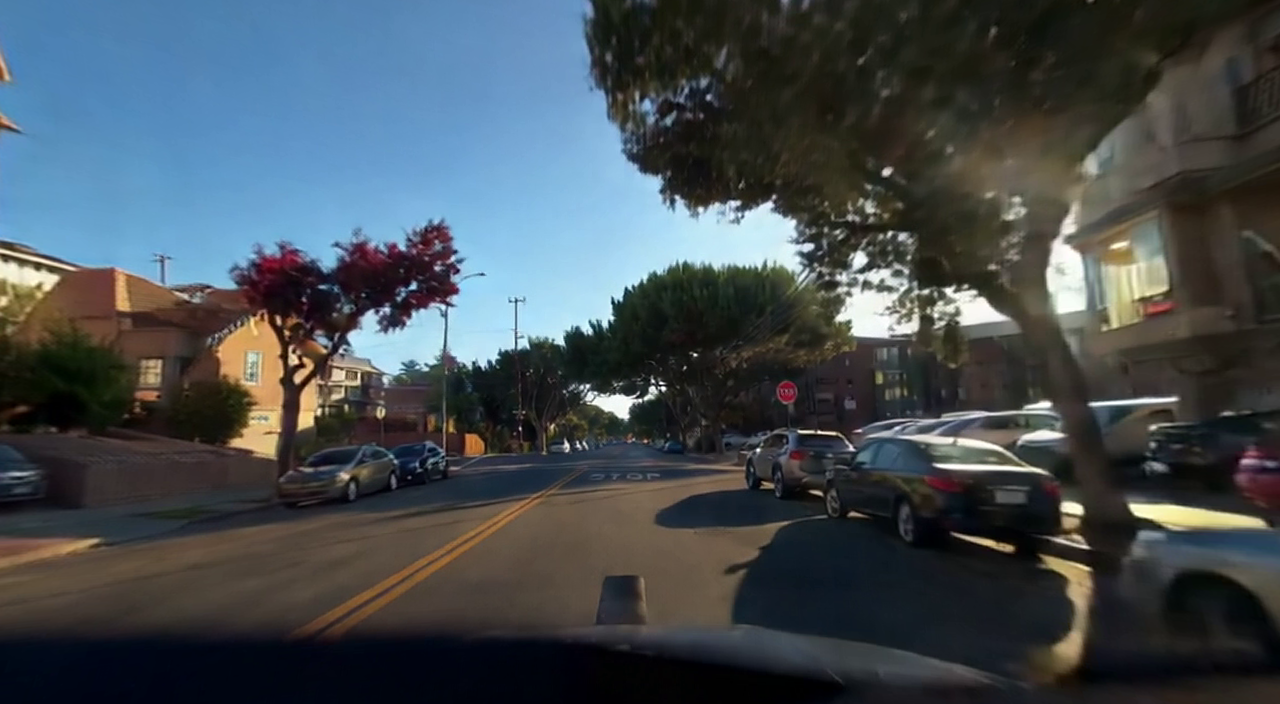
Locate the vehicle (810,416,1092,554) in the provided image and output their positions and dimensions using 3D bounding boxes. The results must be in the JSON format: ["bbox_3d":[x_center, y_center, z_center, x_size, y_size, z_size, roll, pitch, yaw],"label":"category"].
[{"bbox_3d":[4.025,1.774,9.138,1.846,1.506,4.165,0,-8,-2],"label":"vehicle"}]

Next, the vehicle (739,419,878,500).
[{"bbox_3d":[3.727,2.456,14.820,1.976,1.614,4.052,0,-8,-3],"label":"vehicle"}]

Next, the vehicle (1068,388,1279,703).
[{"bbox_3d":[4.075,0.842,2.093,2.133,1.586,4.498,0,-8,0],"label":"vehicle"}]

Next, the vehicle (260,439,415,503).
[{"bbox_3d":[-7.898,3.111,17.076,1.904,1.488,4.600,0,-8,0],"label":"vehicle"}]
